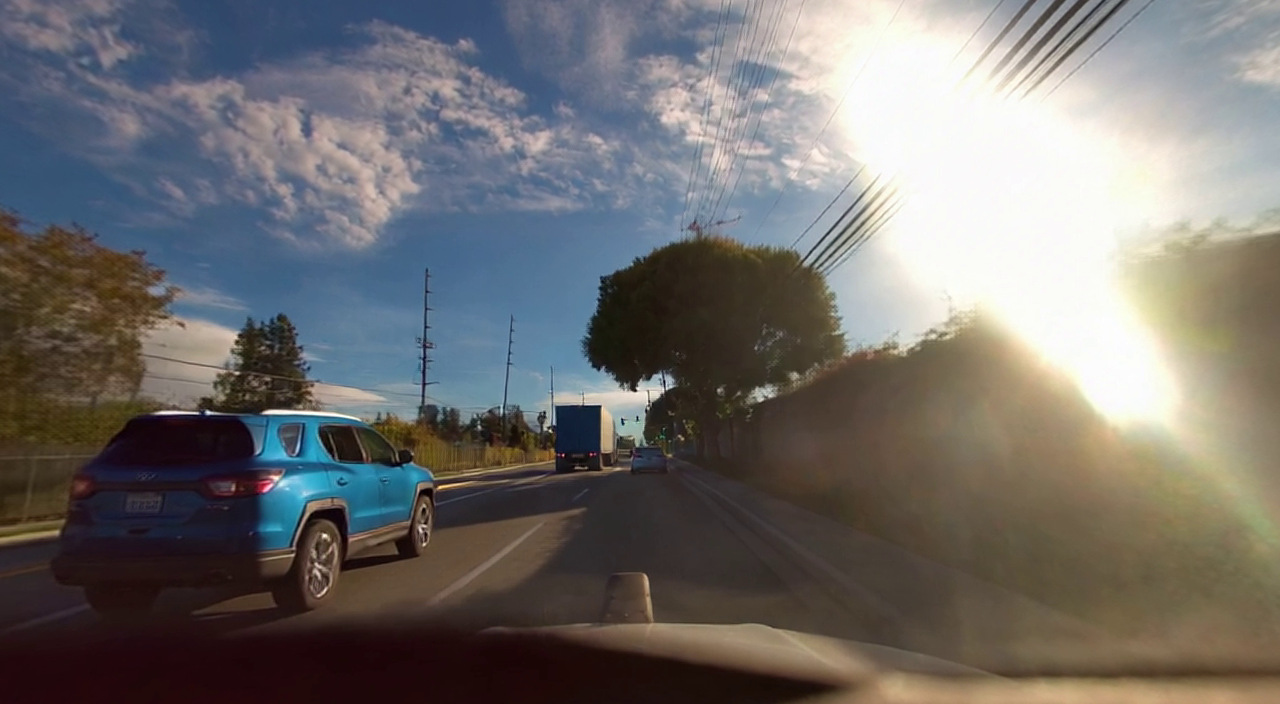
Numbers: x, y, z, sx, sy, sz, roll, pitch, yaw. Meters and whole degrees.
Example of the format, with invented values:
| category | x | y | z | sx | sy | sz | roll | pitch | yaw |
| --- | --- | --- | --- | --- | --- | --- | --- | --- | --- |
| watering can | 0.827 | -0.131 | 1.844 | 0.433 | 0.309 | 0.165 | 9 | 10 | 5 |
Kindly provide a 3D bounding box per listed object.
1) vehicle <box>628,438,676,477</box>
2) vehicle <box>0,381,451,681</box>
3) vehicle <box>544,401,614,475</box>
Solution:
| category | x | y | z | sx | sy | sz | roll | pitch | yaw |
| --- | --- | --- | --- | --- | --- | --- | --- | --- | --- |
| vehicle | 0.562 | 5.040 | 30.339 | 2.174 | 1.749 | 4.113 | 0 | -9 | 1 |
| vehicle | -3.676 | 1.437 | 6.221 | 2.093 | 1.832 | 4.508 | -1 | -9 | 2 |
| vehicle | -3.252 | 4.986 | 36.104 | 2.928 | 3.658 | 8.980 | 0 | -9 | 1 |
